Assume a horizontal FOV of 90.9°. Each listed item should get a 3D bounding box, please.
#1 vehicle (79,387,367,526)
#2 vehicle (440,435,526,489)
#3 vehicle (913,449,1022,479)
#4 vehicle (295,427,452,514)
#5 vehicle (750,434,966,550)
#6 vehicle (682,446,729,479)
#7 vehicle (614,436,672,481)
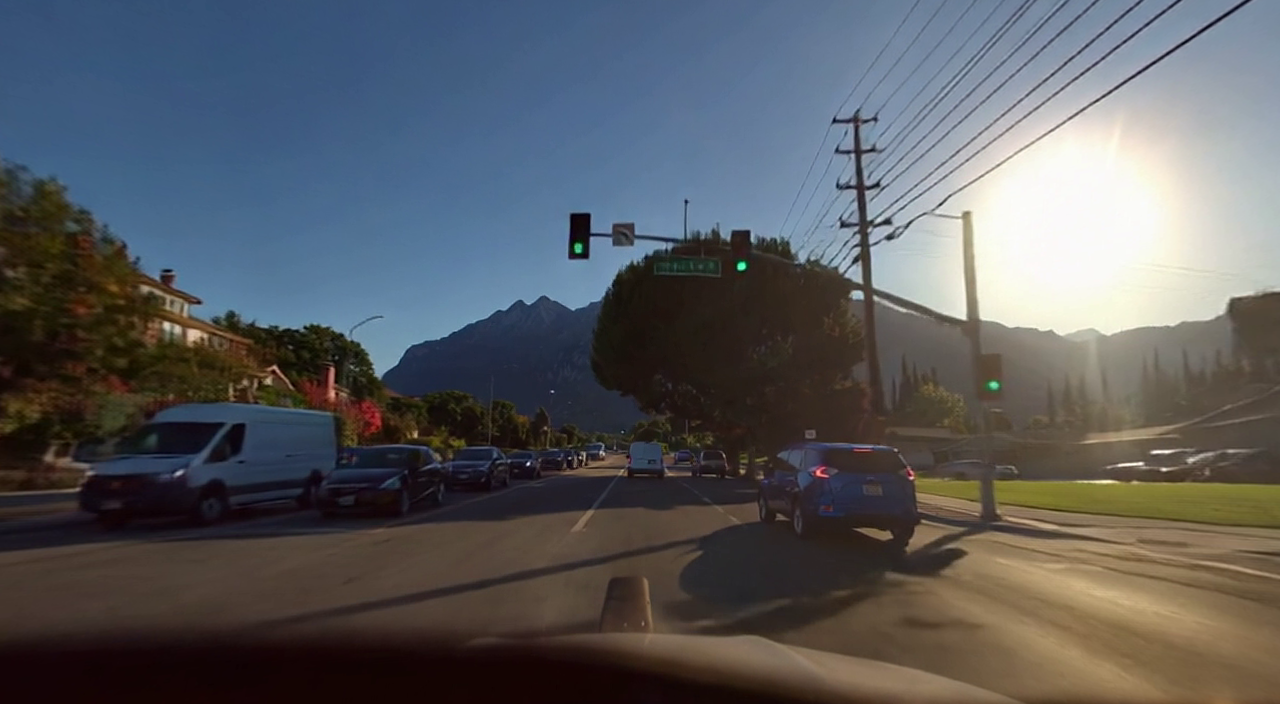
[{"bbox_3d":[-9.552,2.506,15.568,2.725,2.710,6.304,0,-9,0],"label":"vehicle"},{"bbox_3d":[-6.035,4.293,24.968,1.993,1.884,5.481,0,-9,0],"label":"vehicle"},{"bbox_3d":[17.344,5.937,33.523,4.656,1.461,1.955,0,-8,0],"label":"vehicle"},{"bbox_3d":[-6.279,2.831,15.522,1.983,1.801,4.391,0,-9,-1],"label":"vehicle"},{"bbox_3d":[3.587,2.393,11.583,2.155,1.658,4.721,1,-9,-2],"label":"vehicle"},{"bbox_3d":[3.445,5.930,34.032,1.957,1.646,4.355,0,-9,-1],"label":"vehicle"},{"bbox_3d":[0.113,5.241,31.319,2.636,2.011,5.130,0,-9,0],"label":"vehicle"}]
